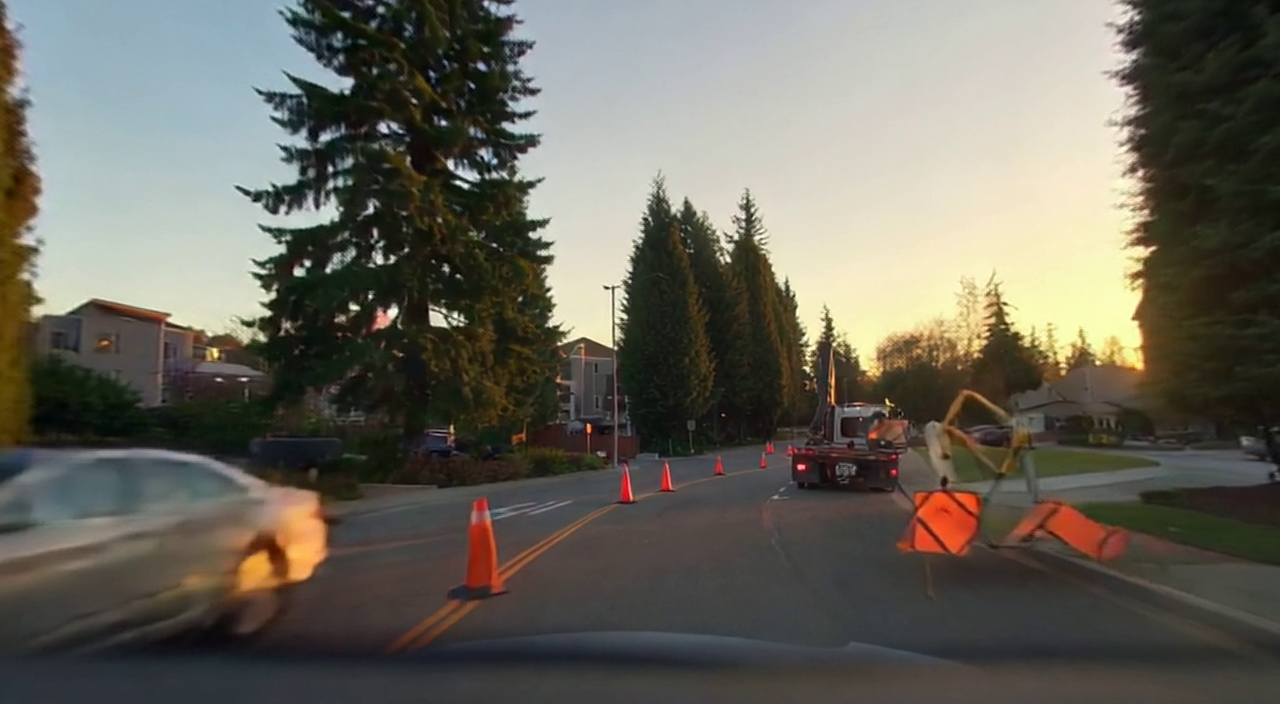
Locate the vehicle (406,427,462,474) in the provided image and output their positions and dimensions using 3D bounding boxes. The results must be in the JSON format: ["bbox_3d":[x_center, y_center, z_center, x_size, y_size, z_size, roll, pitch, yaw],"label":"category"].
[{"bbox_3d":[-11.829,5.646,36.411,2.665,2.465,1.532,5,-8,-10],"label":"vehicle"}]

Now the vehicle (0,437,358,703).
[{"bbox_3d":[-3.662,1.187,3.396,1.933,1.428,4.449,-1,-9,5],"label":"vehicle"}]

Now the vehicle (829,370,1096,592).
[{"bbox_3d":[3.756,1.507,8.071,1.913,2.241,3.024,-2,-7,5],"label":"vehicle"}]
